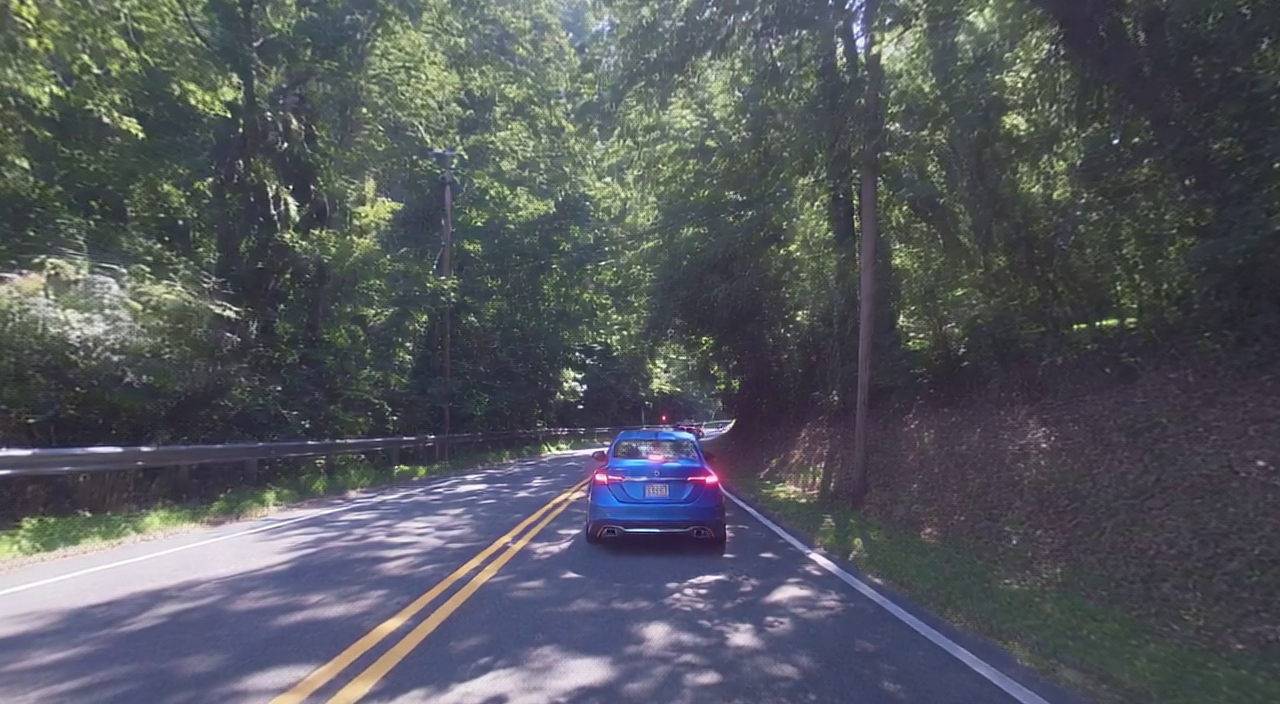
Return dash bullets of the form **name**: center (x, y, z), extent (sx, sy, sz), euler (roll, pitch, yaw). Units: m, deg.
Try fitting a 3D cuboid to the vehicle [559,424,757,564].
- **vehicle**: center (0.233, 1.850, 8.913), extent (2.187, 1.533, 3.726), euler (0, -8, 1)
